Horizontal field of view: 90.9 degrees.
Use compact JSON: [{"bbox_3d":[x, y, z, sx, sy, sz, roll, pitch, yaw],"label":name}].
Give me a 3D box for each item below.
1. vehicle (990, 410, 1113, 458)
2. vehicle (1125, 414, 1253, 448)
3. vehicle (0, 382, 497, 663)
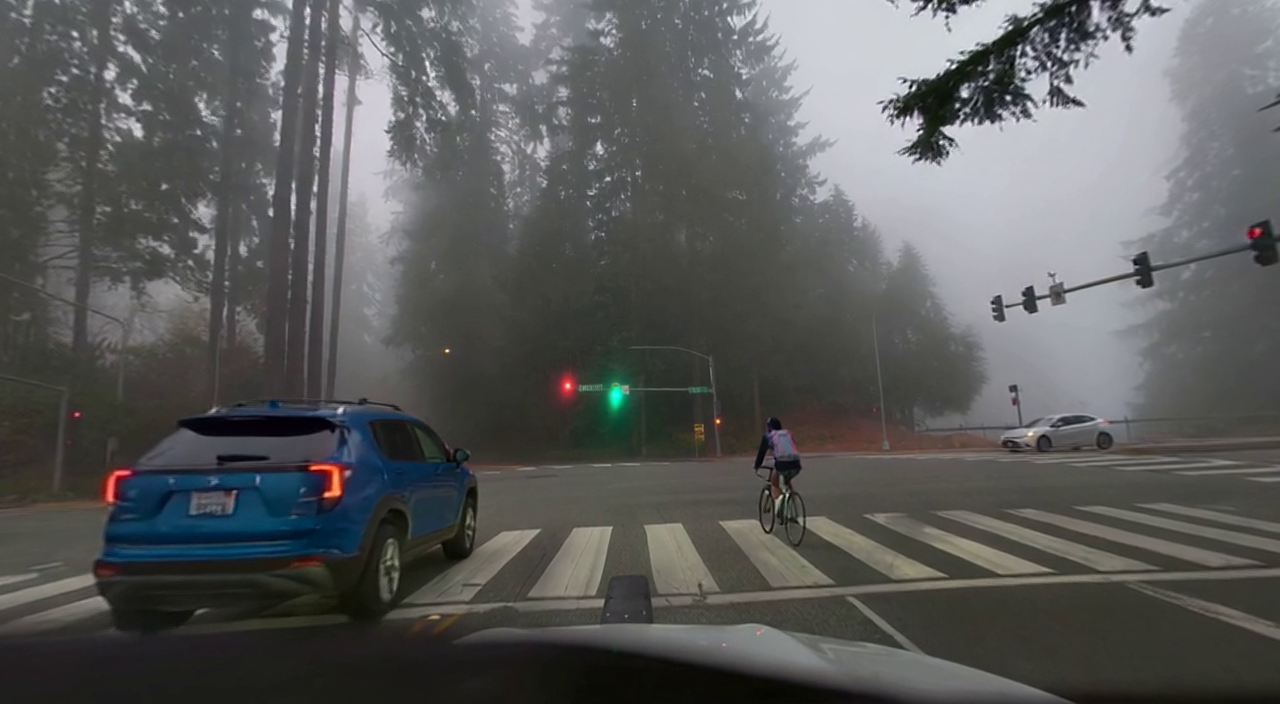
[{"bbox_3d":[18.578,3.727,28.547,4.237,1.948,1.997,0,-9,-9],"label":"vehicle"},{"bbox_3d":[25.736,3.735,29.609,4.716,1.507,1.904,2,-9,-11],"label":"vehicle"},{"bbox_3d":[-3.024,1.408,6.346,2.049,1.756,4.602,0,-8,0],"label":"vehicle"}]
